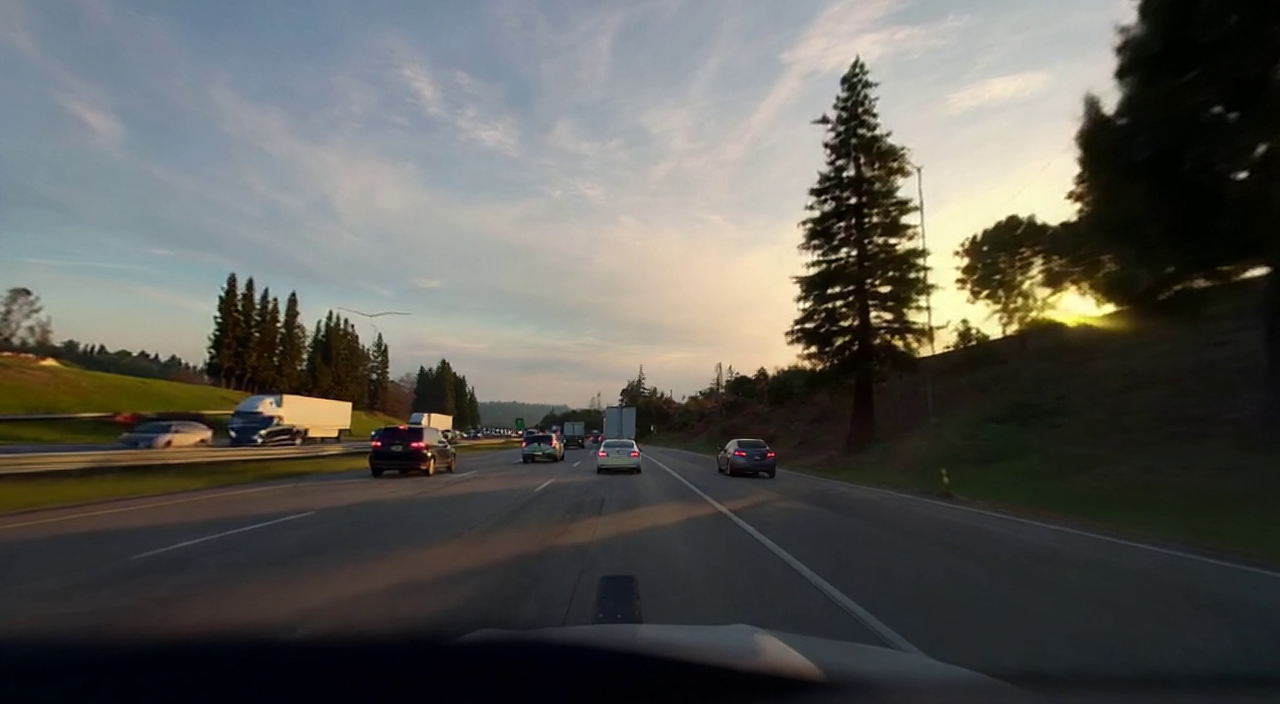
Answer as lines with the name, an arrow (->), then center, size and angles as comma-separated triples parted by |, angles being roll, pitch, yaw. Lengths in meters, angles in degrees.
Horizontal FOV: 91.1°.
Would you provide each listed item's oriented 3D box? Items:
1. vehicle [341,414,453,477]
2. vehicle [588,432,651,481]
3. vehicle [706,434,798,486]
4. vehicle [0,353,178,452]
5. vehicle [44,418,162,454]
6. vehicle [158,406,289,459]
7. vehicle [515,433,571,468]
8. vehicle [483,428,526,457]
vehicle -> -8.343, 3.260, 22.159 | 2.158, 1.943, 4.662 | 0, -8, -1
vehicle -> -0.688, 3.503, 21.475 | 1.980, 1.478, 3.758 | 0, -8, -1
vehicle -> 3.503, 3.433, 20.525 | 1.981, 1.474, 4.396 | 0, -8, -3
vehicle -> -27.671, 2.476, 28.752 | 2.852, 4.024, 14.120 | 0, -8, -2
vehicle -> -23.270, 3.671, 27.459 | 1.773, 1.462, 3.985 | 0, -8, -3
vehicle -> -15.220, 2.995, 23.314 | 1.919, 1.761, 4.413 | 0, -8, -2
vehicle -> -4.515, 4.653, 30.022 | 2.046, 1.493, 4.384 | 0, -8, -1
vehicle -> -9.017, 6.085, 42.297 | 1.992, 1.838, 4.493 | 0, -8, -1
